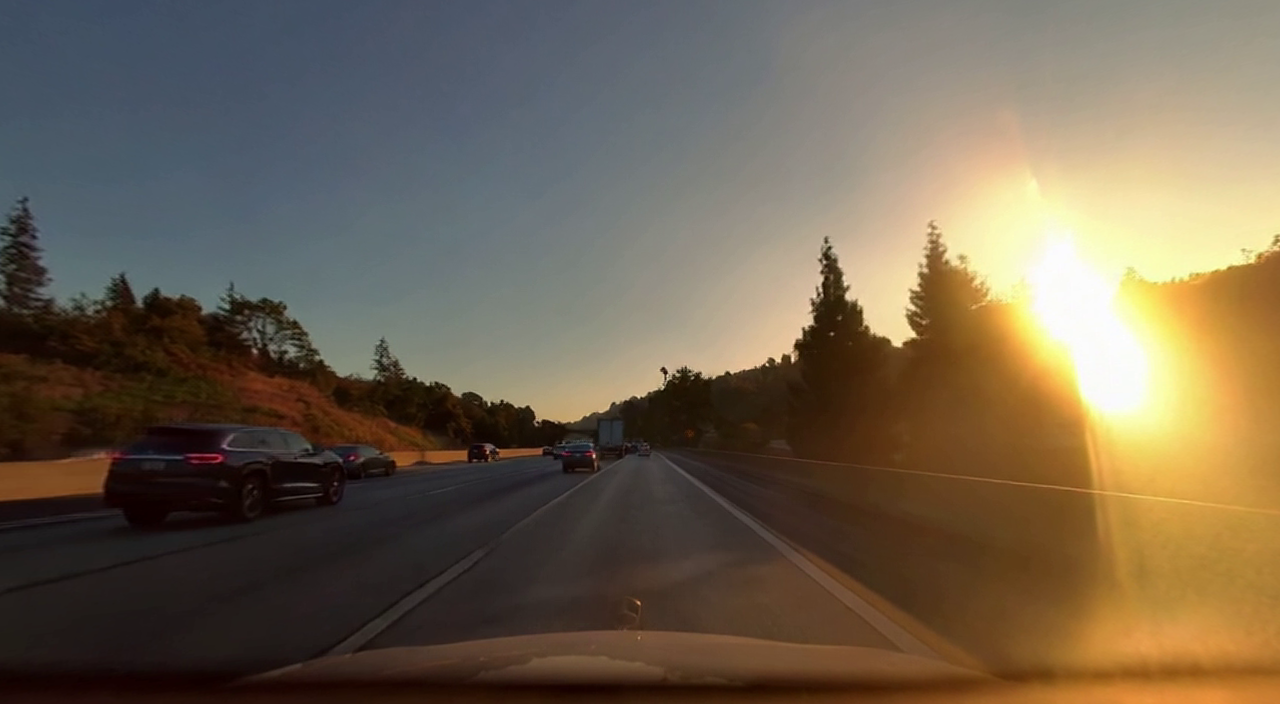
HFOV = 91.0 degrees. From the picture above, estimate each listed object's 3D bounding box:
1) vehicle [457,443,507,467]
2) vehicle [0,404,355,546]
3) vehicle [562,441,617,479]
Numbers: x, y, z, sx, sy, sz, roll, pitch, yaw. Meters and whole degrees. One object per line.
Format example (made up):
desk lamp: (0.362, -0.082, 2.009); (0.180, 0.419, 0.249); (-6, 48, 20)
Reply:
vehicle: (-10.274, 6.730, 41.362); (2.036, 1.506, 4.358); (0, -8, 1)
vehicle: (-7.335, 1.973, 10.823); (2.115, 1.778, 5.572); (0, -8, 2)
vehicle: (-2.135, 4.728, 27.760); (1.931, 1.528, 4.126); (0, -8, 2)
